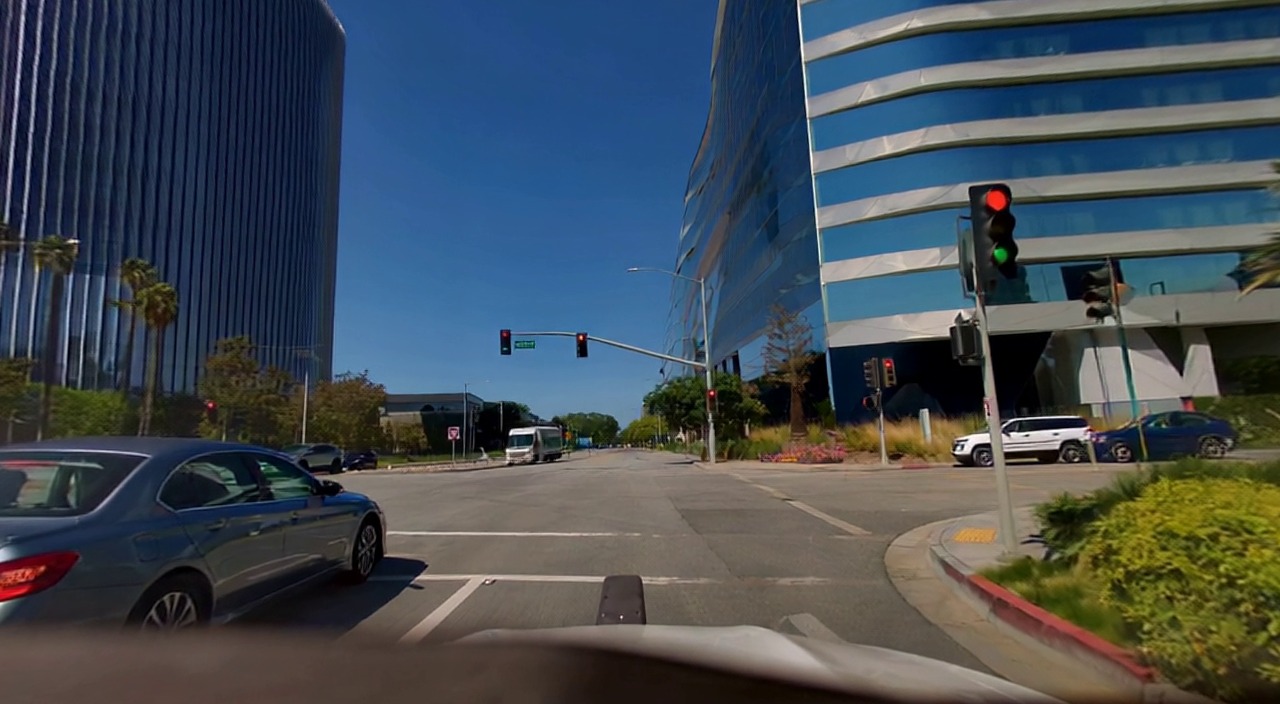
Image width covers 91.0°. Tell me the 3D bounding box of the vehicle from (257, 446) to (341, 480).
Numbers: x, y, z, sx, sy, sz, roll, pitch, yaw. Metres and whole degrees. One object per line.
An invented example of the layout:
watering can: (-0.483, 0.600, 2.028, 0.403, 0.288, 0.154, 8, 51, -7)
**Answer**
vehicle: (-19.062, 6.208, 35.501, 2.017, 1.739, 4.569, 0, -9, 2)

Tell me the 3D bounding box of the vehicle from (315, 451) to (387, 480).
vehicle: (-15.344, 6.023, 33.684, 1.875, 1.389, 3.784, 0, -9, 3)
